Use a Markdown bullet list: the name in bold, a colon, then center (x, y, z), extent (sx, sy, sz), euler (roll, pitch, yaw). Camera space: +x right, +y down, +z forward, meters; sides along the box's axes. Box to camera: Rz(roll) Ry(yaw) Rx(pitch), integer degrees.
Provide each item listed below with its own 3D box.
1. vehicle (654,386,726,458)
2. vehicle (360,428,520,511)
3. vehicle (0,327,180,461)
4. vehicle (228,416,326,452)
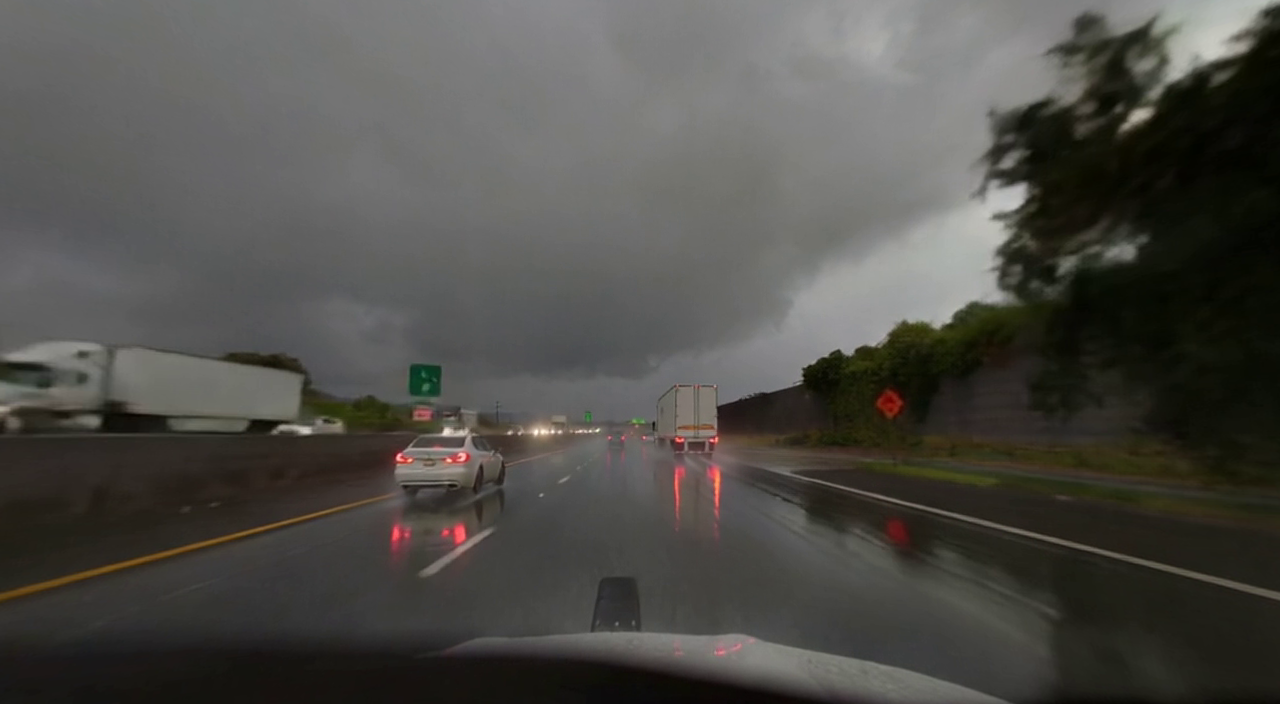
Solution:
- **vehicle**: center (3.009, 4.875, 42.833), extent (3.241, 4.042, 14.292), euler (0, -7, -2)
- **vehicle**: center (-3.941, 2.360, 13.316), extent (1.971, 1.444, 4.401), euler (0, -8, -1)
- **vehicle**: center (-19.412, 1.571, 21.215), extent (3.132, 3.870, 5.926), euler (1, -8, 0)
- **vehicle**: center (-16.528, 3.770, 28.983), extent (1.890, 1.477, 4.467), euler (0, -8, -1)
